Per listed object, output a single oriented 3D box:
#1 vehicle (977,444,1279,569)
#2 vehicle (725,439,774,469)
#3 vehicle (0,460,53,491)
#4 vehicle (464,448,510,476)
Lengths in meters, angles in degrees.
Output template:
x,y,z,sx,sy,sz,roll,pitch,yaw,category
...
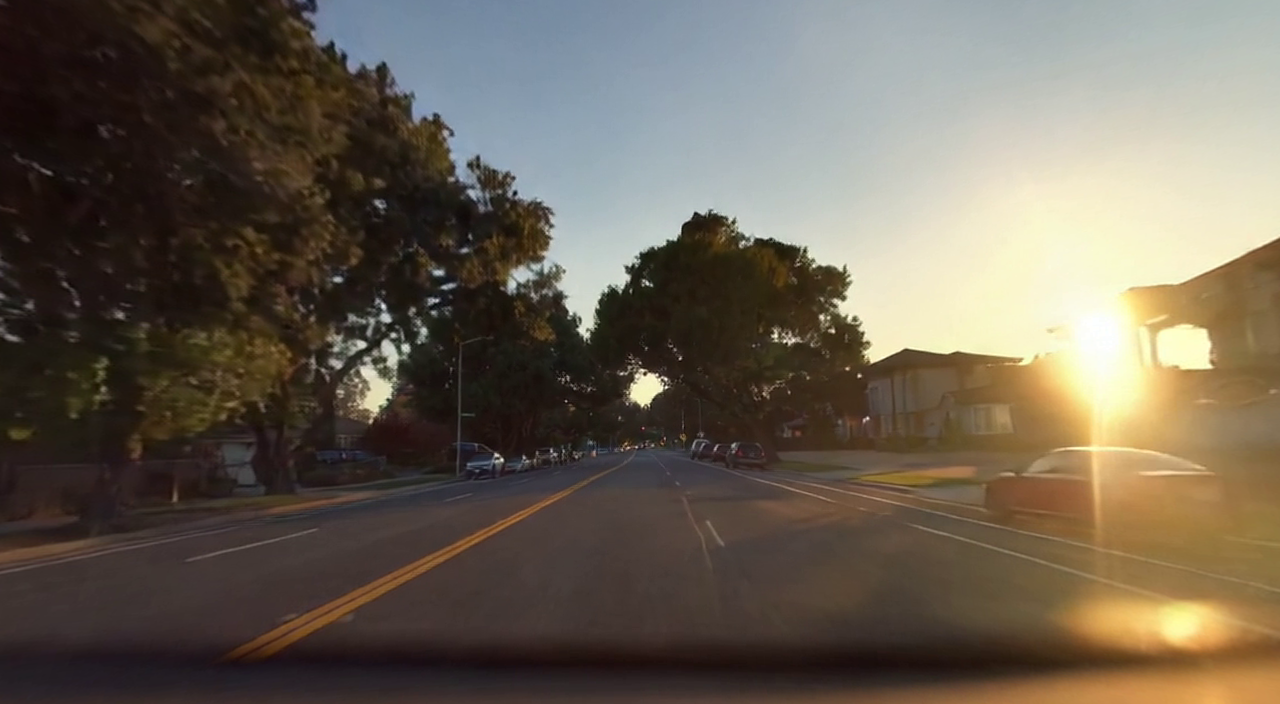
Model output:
x,y,z,sx,sy,sz,roll,pitch,yaw,category
7.138,2.110,9.488,1.854,1.425,4.316,-1,-8,1,vehicle
7.552,7.094,44.274,2.224,1.956,6.057,0,-8,-1,vehicle
-32.967,6.361,32.541,1.736,1.437,3.766,0,-8,1,vehicle
-10.621,7.637,44.028,1.996,1.781,4.139,-3,-9,2,vehicle
